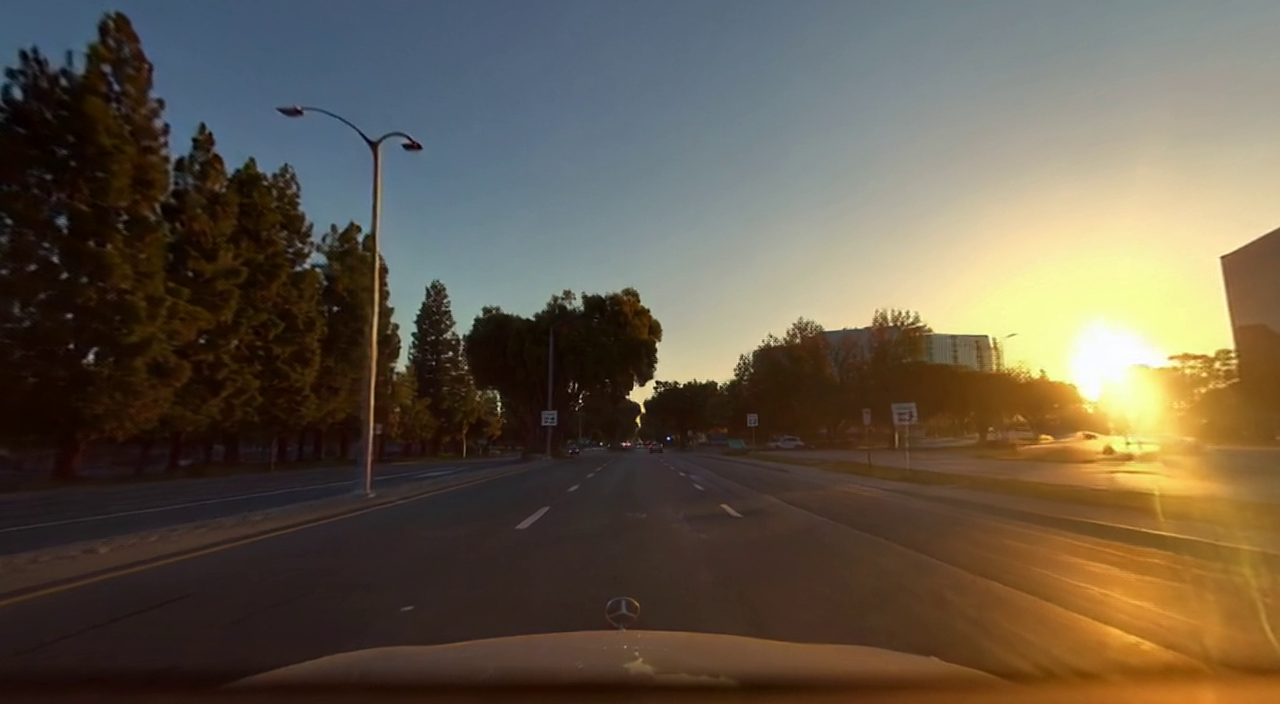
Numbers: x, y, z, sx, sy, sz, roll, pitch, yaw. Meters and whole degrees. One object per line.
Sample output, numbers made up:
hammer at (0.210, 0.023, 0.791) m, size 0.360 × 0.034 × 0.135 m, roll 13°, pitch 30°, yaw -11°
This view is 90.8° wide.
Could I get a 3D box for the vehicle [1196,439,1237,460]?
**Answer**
vehicle at (42.332, 7.130, 46.442) m, size 1.973 × 1.476 × 4.358 m, roll -7°, pitch -11°, yaw 40°
